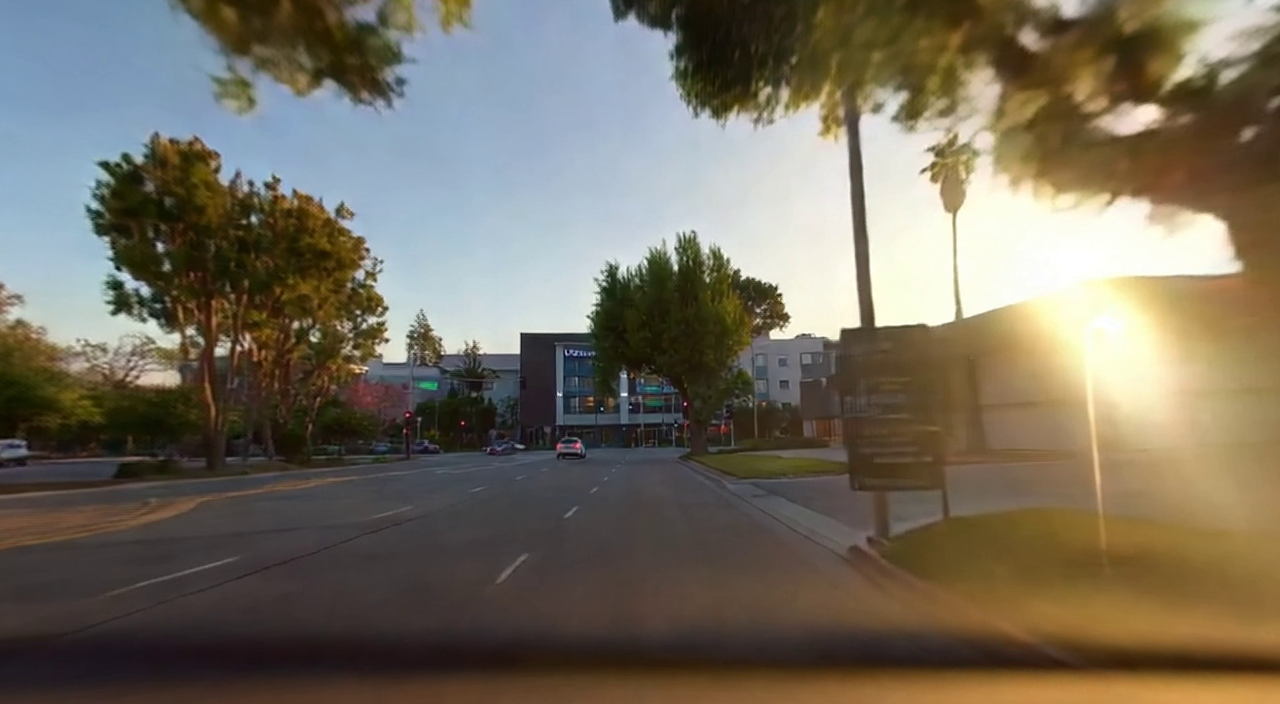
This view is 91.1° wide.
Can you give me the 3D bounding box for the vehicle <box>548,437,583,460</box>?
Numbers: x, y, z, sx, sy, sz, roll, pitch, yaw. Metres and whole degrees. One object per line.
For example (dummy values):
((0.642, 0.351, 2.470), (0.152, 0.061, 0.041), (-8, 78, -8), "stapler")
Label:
((-5.888, 7.649, 49.964), (2.121, 1.731, 4.707), (0, -8, 1), "vehicle")
